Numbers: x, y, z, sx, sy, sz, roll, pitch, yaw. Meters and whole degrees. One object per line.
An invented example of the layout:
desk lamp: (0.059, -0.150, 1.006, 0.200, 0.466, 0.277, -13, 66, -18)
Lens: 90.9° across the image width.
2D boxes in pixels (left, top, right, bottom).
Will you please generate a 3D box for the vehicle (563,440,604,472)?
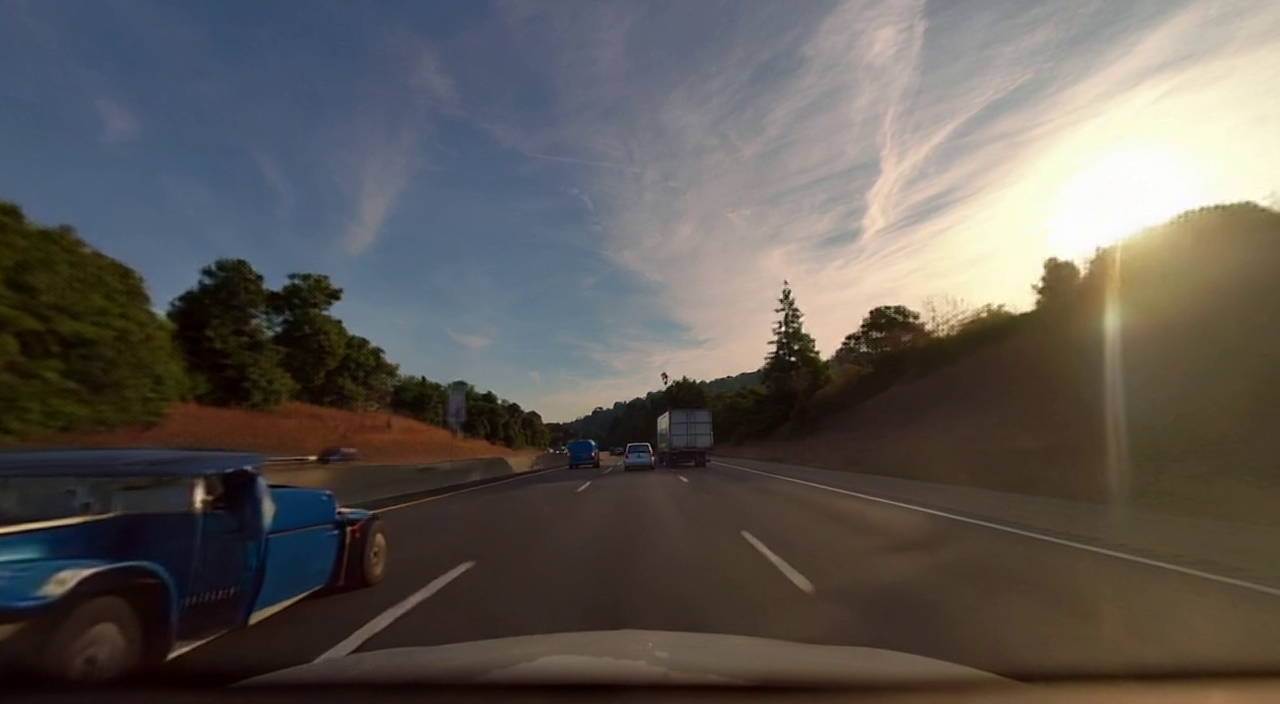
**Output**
vehicle: (-3.659, 6.886, 41.833, 2.167, 1.991, 5.062, -1, -9, 1)

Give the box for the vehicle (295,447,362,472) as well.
vehicle: (-19.158, 6.621, 39.008, 1.932, 1.459, 4.178, -1, -9, 1)

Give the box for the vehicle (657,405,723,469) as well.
vehicle: (3.380, 6.710, 48.406, 3.468, 4.030, 16.902, 0, -9, -1)

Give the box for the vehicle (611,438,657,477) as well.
vehicle: (-0.285, 5.374, 32.194, 2.209, 1.825, 4.036, 0, -9, 0)
